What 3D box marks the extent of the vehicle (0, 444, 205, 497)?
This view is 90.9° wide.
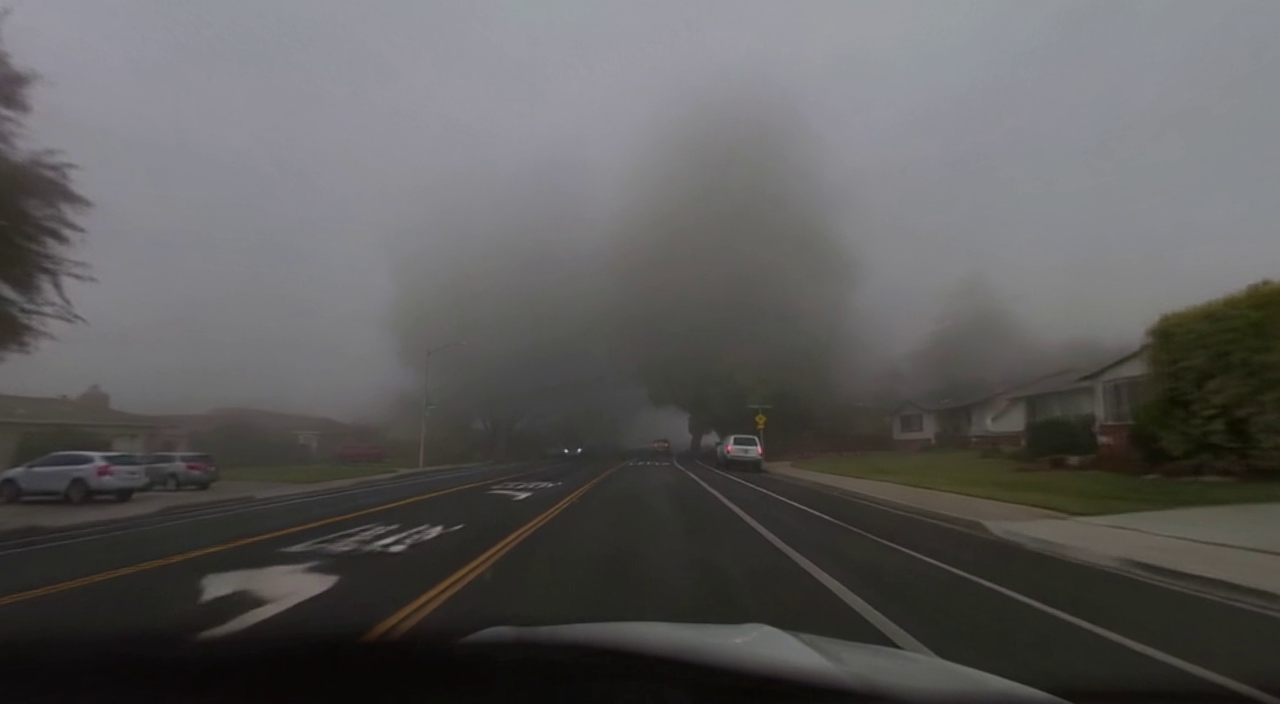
[{"bbox_3d":[-18.376,3.981,21.394,5.419,1.649,2.396,0,-8,1],"label":"vehicle"}]

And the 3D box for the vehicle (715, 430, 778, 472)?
[{"bbox_3d":[5.130,4.854,31.132,2.233,1.887,5.347,0,-8,0],"label":"vehicle"}]
